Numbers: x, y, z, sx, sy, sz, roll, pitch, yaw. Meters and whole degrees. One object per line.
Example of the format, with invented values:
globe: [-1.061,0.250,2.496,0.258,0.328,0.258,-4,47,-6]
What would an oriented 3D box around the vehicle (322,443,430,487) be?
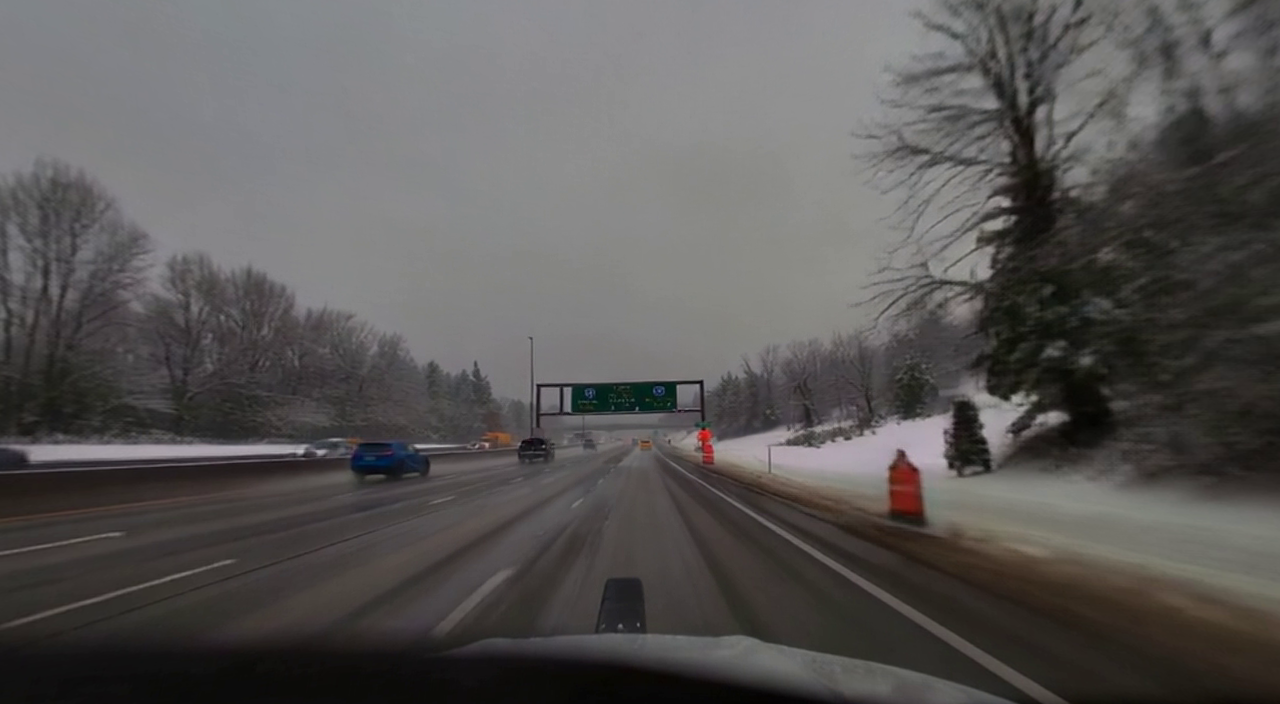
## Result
vehicle: [-9.864,4.236,24.032,2.122,1.511,4.576,0,-9,0]

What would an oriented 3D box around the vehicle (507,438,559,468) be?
vehicle: [-6.560,6.294,39.217,2.402,1.733,4.512,0,-9,1]

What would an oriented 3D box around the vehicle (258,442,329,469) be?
vehicle: [-22.542,6.735,41.165,2.146,1.664,4.276,0,-9,0]
